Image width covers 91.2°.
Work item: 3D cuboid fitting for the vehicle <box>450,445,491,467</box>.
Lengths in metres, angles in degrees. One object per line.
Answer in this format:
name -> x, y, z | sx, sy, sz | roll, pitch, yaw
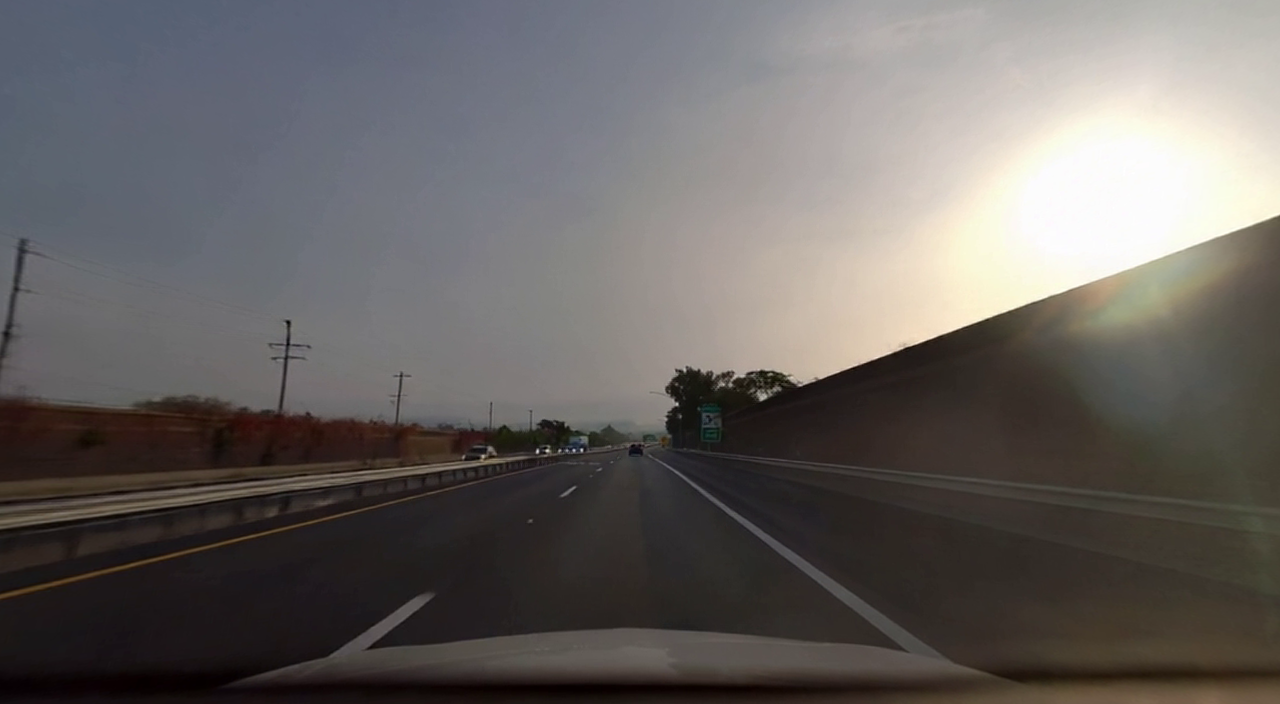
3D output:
vehicle -> -13.178, 8.084, 48.929 | 1.897, 1.568, 4.209 | -1, -9, 1
